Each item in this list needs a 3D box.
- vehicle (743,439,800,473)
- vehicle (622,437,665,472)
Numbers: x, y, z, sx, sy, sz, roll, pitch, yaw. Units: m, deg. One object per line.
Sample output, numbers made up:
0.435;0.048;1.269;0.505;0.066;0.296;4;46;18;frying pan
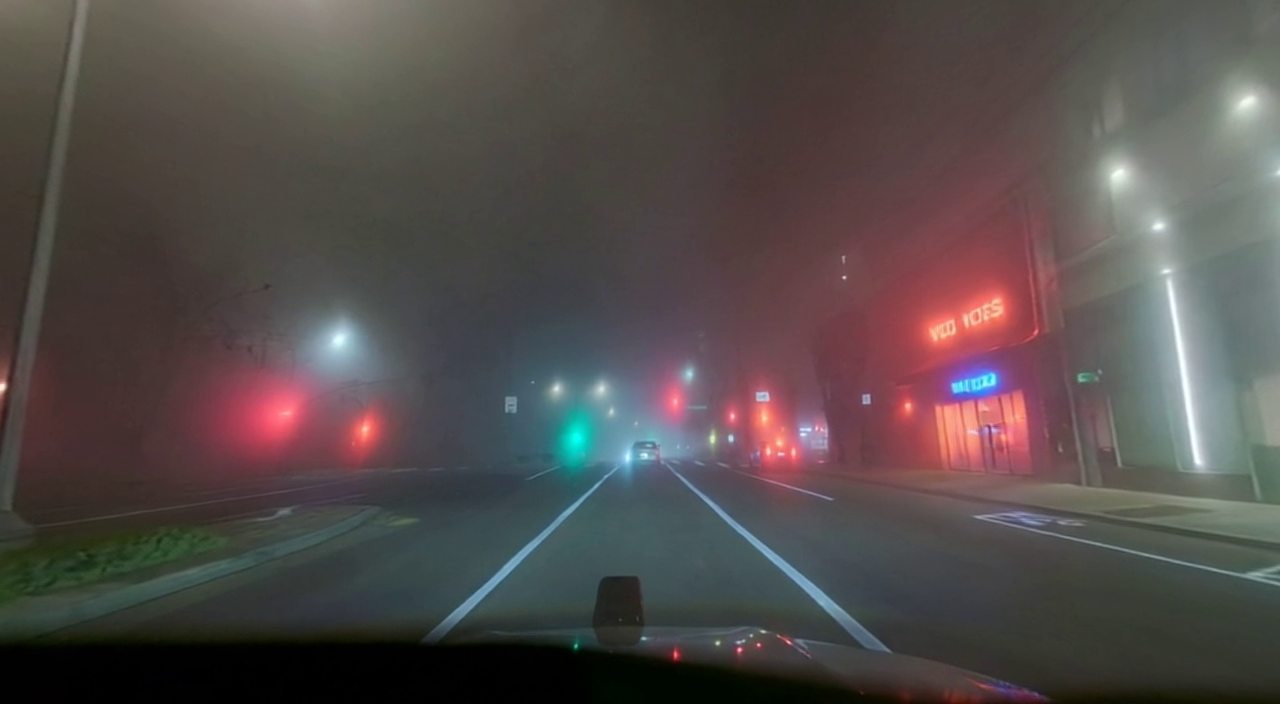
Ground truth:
7.383;5.860;35.895;1.987;1.772;4.749;0;-8;-3;vehicle
0.242;5.622;34.845;2.223;1.775;4.250;-1;-8;1;vehicle
